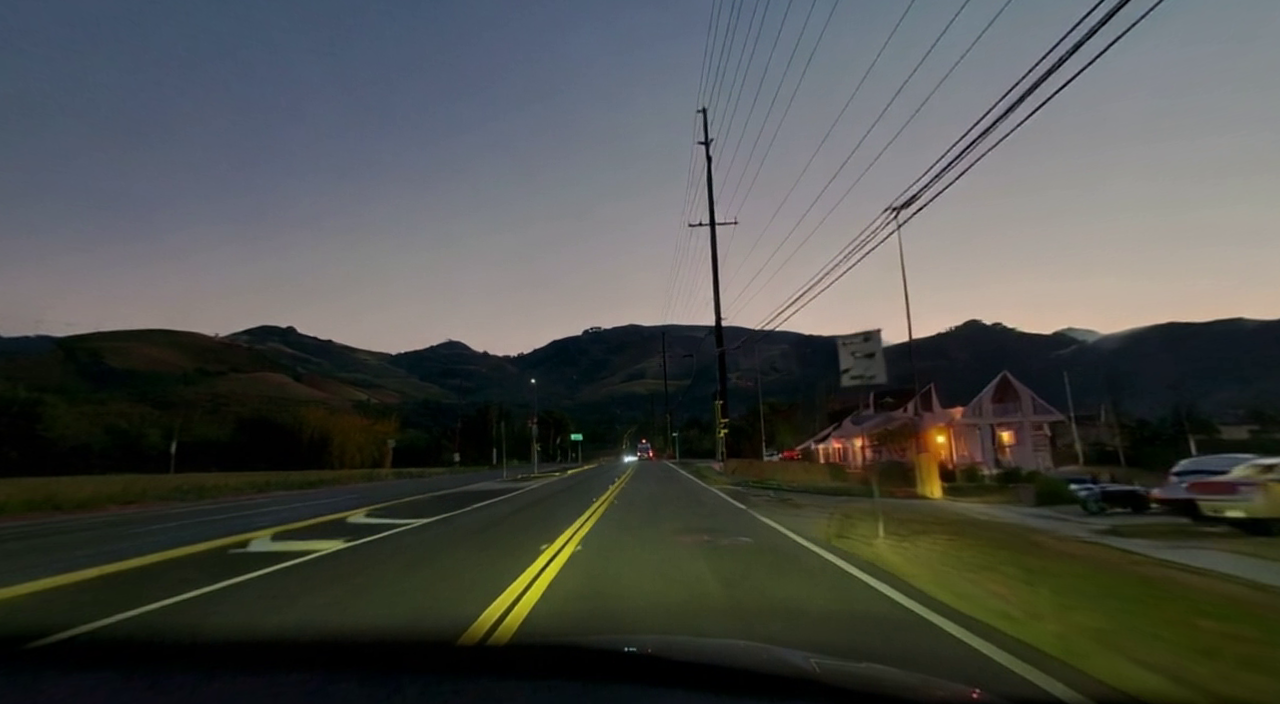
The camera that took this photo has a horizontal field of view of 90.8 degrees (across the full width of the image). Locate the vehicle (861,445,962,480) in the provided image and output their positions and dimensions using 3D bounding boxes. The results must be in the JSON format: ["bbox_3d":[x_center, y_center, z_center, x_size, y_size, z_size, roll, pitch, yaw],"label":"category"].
[{"bbox_3d":[15.450,6.293,36.125,4.798,1.934,1.908,0,-9,0],"label":"vehicle"}]

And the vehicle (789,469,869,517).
[{"bbox_3d":[6.829,5.096,23.254,1.781,1.432,4.169,0,-9,2],"label":"vehicle"}]

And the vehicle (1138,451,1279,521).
[{"bbox_3d":[15.536,3.338,15.981,4.145,1.599,1.982,0,-9,0],"label":"vehicle"}]
